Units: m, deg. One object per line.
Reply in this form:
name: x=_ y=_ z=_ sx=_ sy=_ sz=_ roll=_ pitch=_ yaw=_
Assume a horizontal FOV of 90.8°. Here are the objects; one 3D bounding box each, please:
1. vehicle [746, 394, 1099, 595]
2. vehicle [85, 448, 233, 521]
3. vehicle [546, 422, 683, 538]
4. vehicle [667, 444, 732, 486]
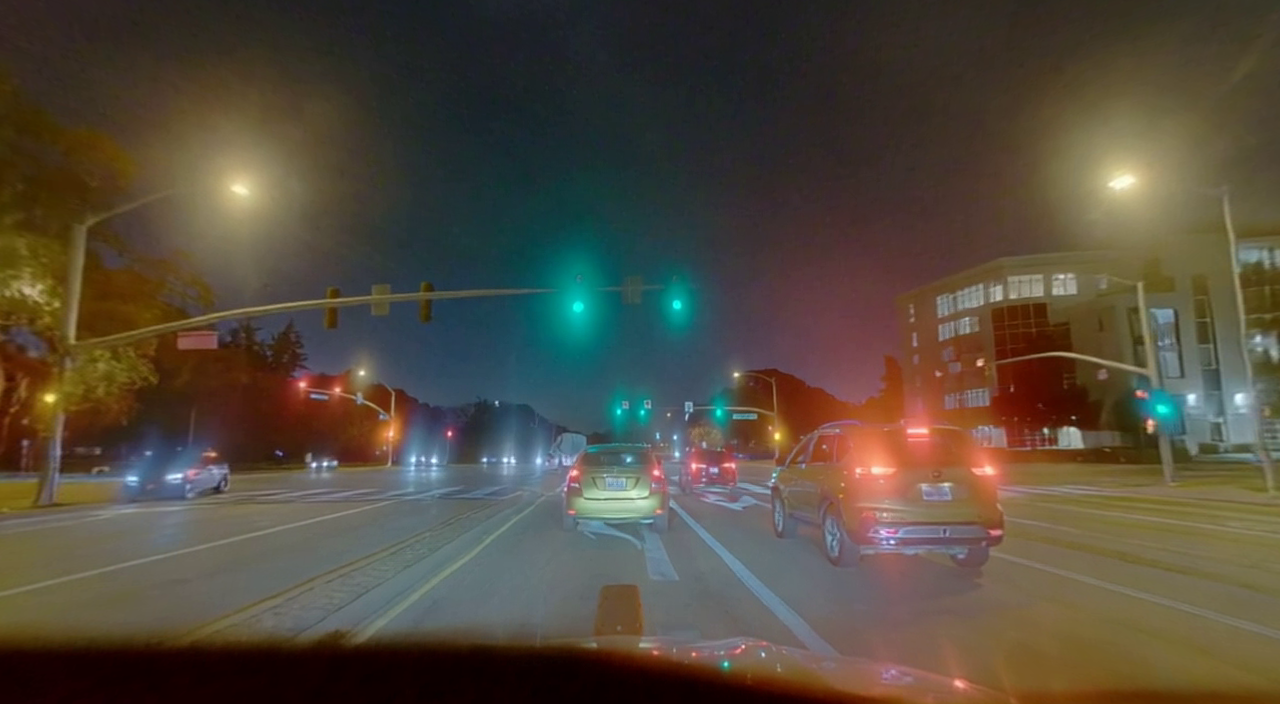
vehicle: x=2.944 y=1.608 z=7.974 sx=2.228 sy=1.798 sz=4.370 roll=0 pitch=-8 yaw=-3
vehicle: x=-13.690 y=3.698 z=18.388 sx=2.060 sy=1.771 sz=4.802 roll=3 pitch=-9 yaw=-21
vehicle: x=-0.445 y=2.213 z=11.527 sx=2.039 sy=1.698 sz=4.144 roll=0 pitch=-8 yaw=-2
vehicle: x=2.213 y=4.331 z=24.545 sx=1.900 sy=1.459 sz=4.260 roll=0 pitch=-8 yaw=-3
